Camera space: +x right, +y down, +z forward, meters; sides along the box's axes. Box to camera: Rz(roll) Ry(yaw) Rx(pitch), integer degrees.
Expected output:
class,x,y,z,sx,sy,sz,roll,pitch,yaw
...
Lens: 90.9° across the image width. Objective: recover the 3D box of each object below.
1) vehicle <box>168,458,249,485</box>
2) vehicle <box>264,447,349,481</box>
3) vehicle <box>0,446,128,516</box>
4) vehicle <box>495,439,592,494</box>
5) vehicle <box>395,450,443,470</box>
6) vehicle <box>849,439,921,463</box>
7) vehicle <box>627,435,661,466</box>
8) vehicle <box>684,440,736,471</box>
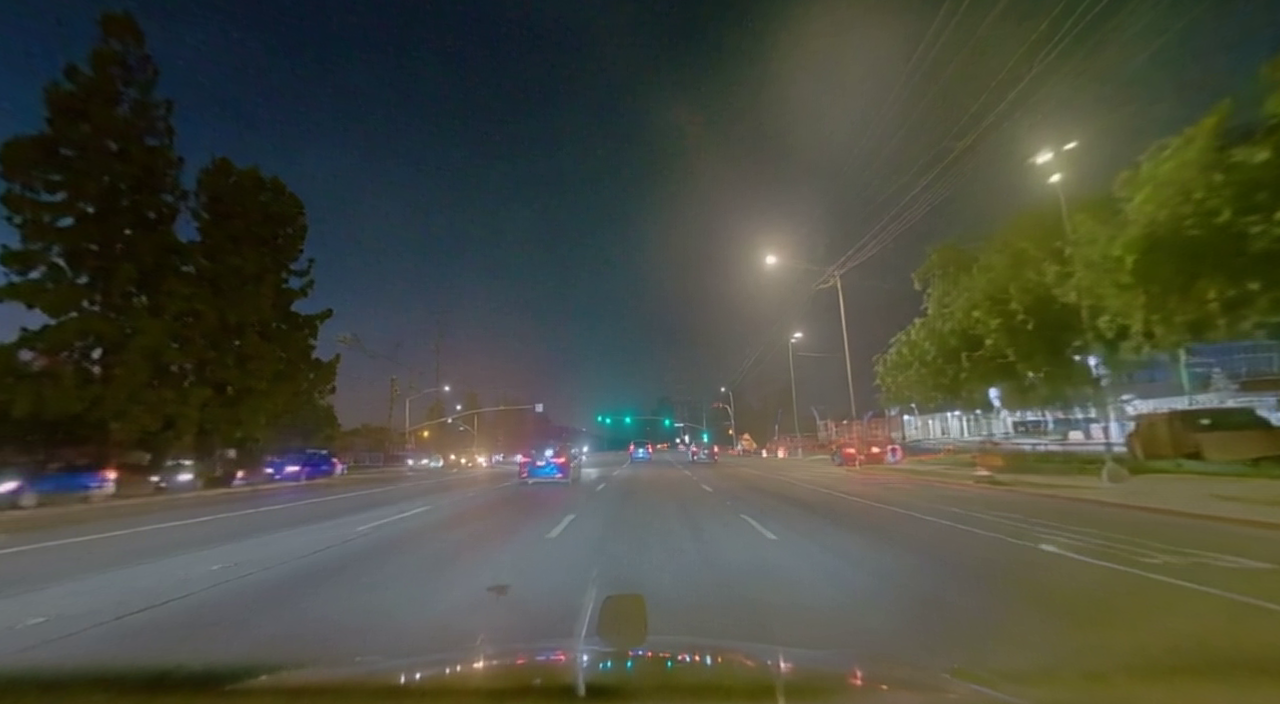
class,x,y,z,sx,sy,sz,roll,pitch,yaw
vehicle,-26.746,7.397,39.265,1.840,1.469,4.546,0,-8,-1
vehicle,-17.540,5.889,33.434,2.036,1.649,4.493,0,-8,0
vehicle,-16.955,3.444,17.272,2.025,1.712,4.578,0,-8,0
vehicle,-2.801,3.461,19.483,2.087,1.480,4.825,0,-9,2
vehicle,-17.037,8.350,48.922,1.924,1.446,4.625,0,-8,2
vehicle,16.353,6.586,42.107,4.677,1.466,1.928,5,-10,-31
vehicle,0.317,6.300,40.506,2.060,1.845,4.151,0,-8,1
vehicle,3.535,5.338,32.777,2.142,1.475,4.565,0,-8,0
